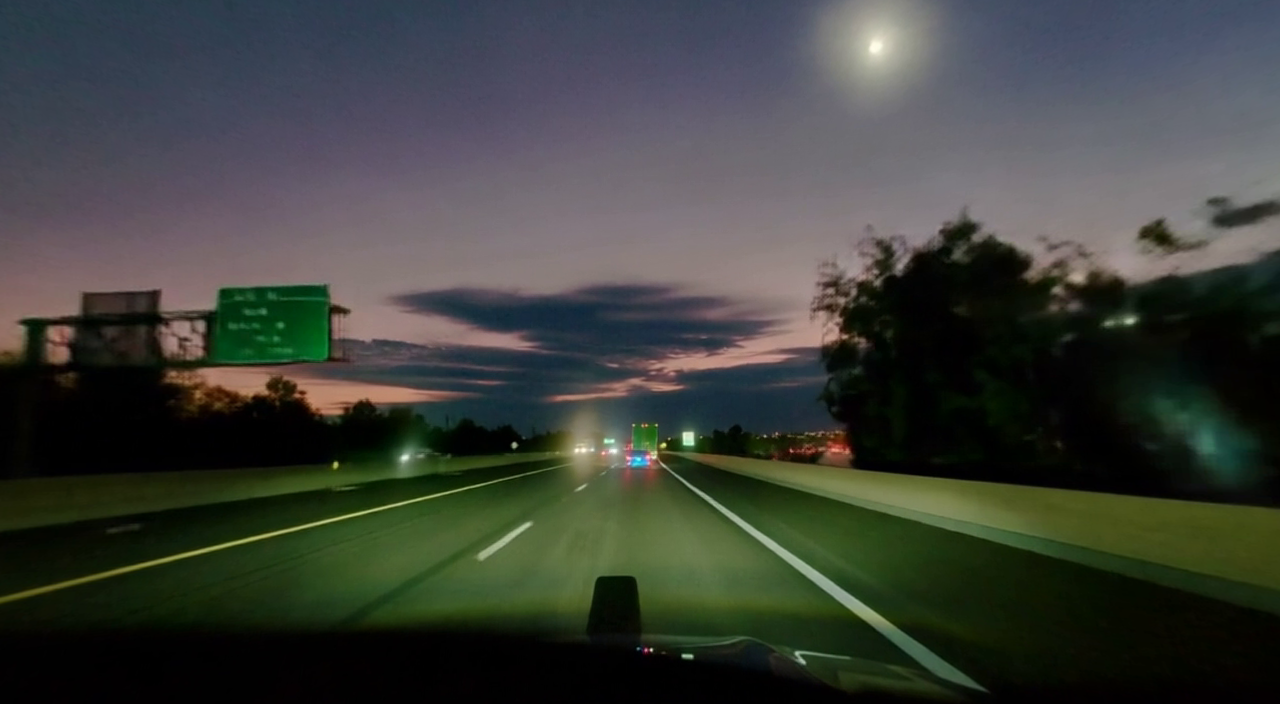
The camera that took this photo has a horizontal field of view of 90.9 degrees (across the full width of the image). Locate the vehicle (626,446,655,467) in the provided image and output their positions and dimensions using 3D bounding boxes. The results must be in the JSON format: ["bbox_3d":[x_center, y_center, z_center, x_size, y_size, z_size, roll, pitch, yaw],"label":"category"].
[{"bbox_3d":[0.017,7.965,48.124,2.094,1.559,3.945,0,-9,0],"label":"vehicle"}]
